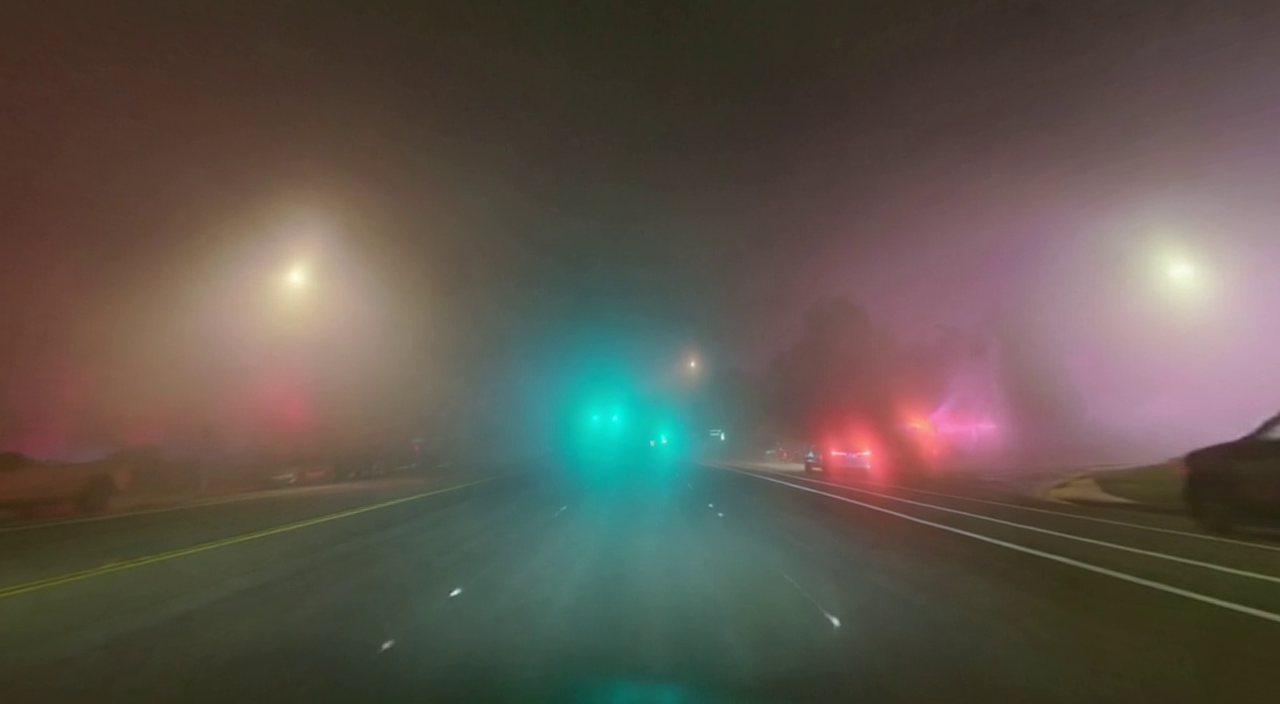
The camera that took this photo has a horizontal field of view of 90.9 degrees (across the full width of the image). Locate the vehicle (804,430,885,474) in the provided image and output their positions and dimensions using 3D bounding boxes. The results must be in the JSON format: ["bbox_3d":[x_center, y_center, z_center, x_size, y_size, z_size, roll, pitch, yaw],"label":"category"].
[{"bbox_3d":[9.995,4.949,31.303,2.091,1.962,5.091,1,-9,-2],"label":"vehicle"}]

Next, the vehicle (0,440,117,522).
[{"bbox_3d":[-17.107,3.453,17.015,2.046,1.945,4.688,-1,-7,-2],"label":"vehicle"}]

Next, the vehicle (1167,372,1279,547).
[{"bbox_3d":[9.732,1.284,7.413,2.152,2.333,5.515,0,-8,-1],"label":"vehicle"}]

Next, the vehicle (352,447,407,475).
[{"bbox_3d":[-17.163,7.188,41.830,1.859,1.694,4.638,-1,-8,-3],"label":"vehicle"}]

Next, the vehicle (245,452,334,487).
[{"bbox_3d":[-17.020,5.706,30.884,1.891,1.474,4.437,-1,-8,-2],"label":"vehicle"}]

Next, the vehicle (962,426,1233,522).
[{"bbox_3d":[9.847,2.660,14.383,2.159,1.734,5.384,0,-9,0],"label":"vehicle"}]

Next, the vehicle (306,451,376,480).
[{"bbox_3d":[-16.996,6.456,36.081,1.807,1.466,4.693,-1,-8,-2],"label":"vehicle"}]

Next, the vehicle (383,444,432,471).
[{"bbox_3d":[-17.519,7.946,47.740,2.099,1.917,4.720,0,-8,-3],"label":"vehicle"}]
